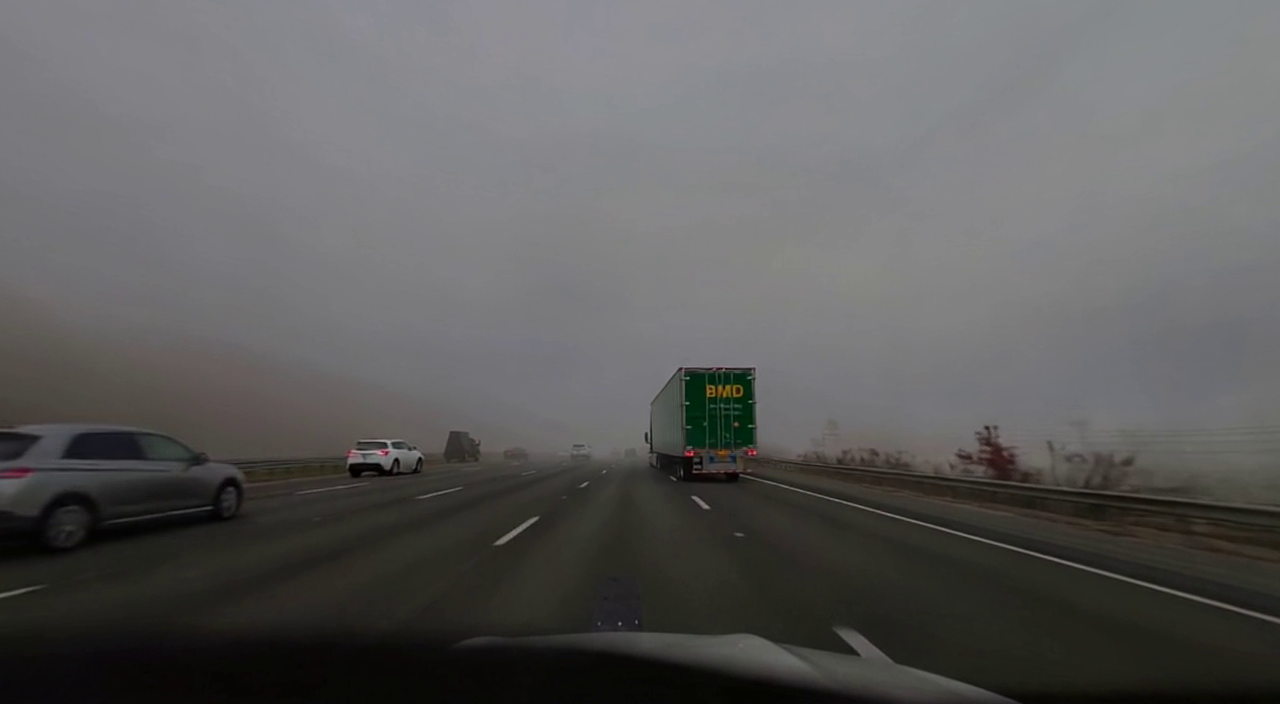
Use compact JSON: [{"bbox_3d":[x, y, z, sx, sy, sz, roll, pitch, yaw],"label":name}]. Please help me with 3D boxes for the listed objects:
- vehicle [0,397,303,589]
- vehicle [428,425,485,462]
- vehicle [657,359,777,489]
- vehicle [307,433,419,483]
[{"bbox_3d":[-6.765,1.602,7.926,2.067,1.711,5.282,0,-8,1],"label":"vehicle"},{"bbox_3d":[-13.658,6.933,47.571,2.307,2.571,6.260,0,-8,1],"label":"vehicle"},{"bbox_3d":[2.529,3.279,26.786,2.891,3.944,15.051,0,-8,-1],"label":"vehicle"},{"bbox_3d":[-10.399,4.021,24.174,2.045,1.697,4.844,0,-8,1],"label":"vehicle"}]
